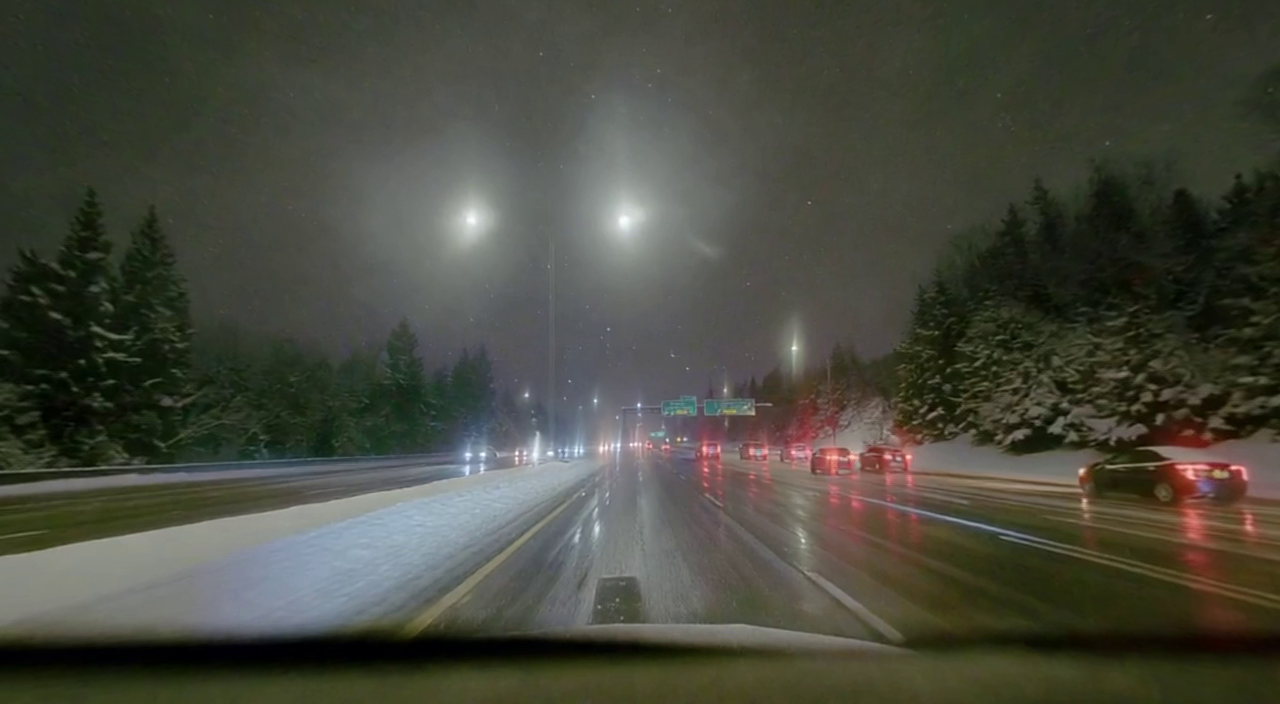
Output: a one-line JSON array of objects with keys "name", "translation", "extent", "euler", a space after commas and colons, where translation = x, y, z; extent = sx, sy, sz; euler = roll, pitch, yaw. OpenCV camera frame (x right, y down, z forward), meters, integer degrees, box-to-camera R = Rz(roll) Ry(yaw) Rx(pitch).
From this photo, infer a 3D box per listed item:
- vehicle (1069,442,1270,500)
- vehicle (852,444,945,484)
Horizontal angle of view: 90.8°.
[{"name": "vehicle", "translation": [15.378, 3.454, 18.801], "extent": [1.915, 1.479, 4.691], "euler": [0, -9, 0]}, {"name": "vehicle", "translation": [10.072, 4.369, 24.987], "extent": [1.836, 1.418, 4.132], "euler": [0, -9, -1]}]
